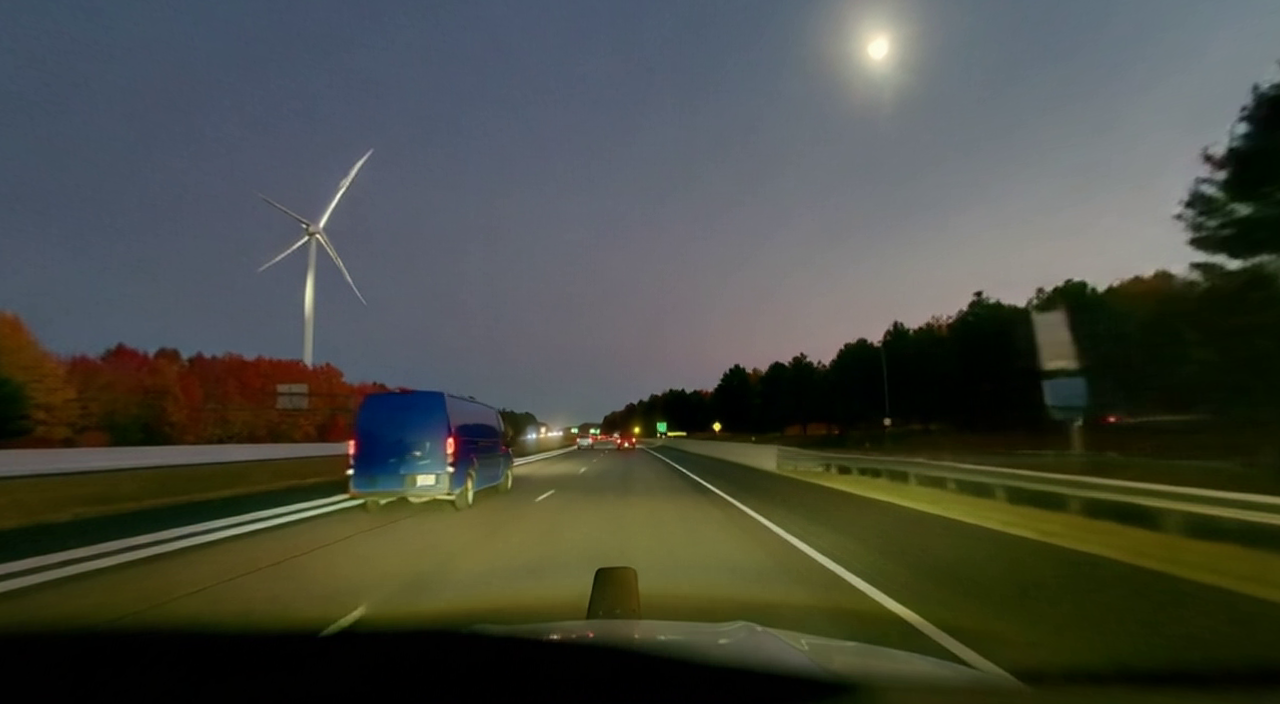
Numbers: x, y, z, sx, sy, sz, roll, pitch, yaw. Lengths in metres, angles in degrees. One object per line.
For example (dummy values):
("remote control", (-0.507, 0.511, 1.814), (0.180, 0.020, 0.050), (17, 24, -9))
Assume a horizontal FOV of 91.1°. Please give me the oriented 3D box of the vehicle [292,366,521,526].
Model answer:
("vehicle", (-3.899, 1.709, 11.790), (2.303, 2.323, 5.089), (0, -8, 0))
